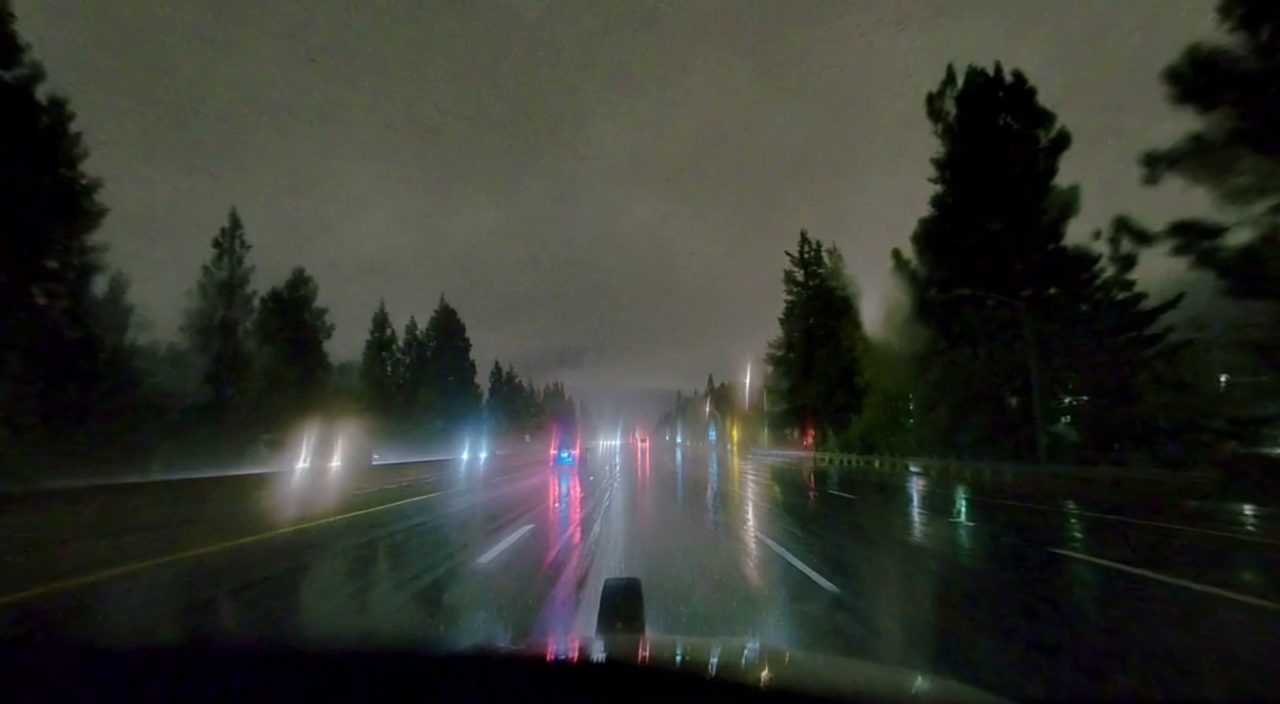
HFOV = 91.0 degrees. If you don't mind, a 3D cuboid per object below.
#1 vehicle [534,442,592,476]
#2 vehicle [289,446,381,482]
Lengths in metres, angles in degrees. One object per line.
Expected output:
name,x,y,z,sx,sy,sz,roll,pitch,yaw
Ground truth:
vehicle,-3.638,5.169,30.603,2.162,1.493,4.583,0,-9,1
vehicle,-14.424,5.302,30.140,1.921,1.555,4.876,0,-9,1
